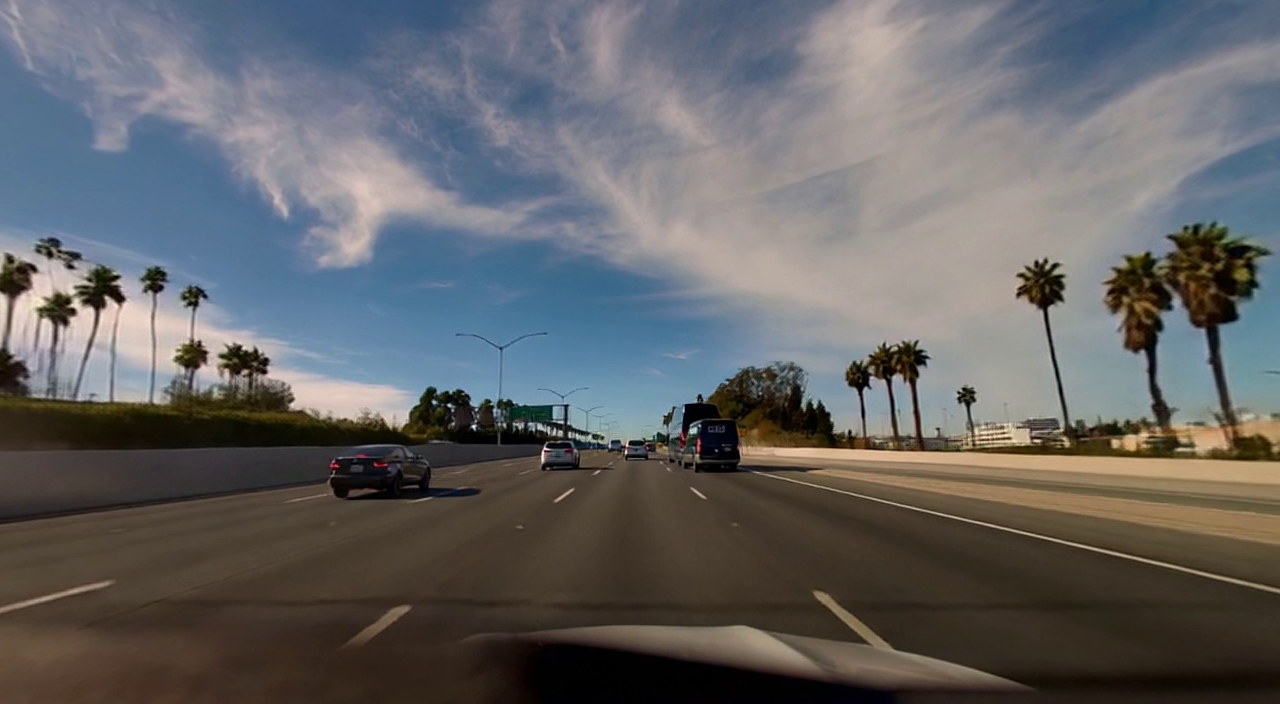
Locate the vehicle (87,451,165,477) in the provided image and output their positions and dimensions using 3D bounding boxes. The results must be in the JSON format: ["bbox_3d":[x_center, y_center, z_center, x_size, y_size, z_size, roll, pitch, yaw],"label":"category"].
[{"bbox_3d":[-31.954,6.960,39.264,1.675,1.470,3.669,0,-9,1],"label":"vehicle"}]

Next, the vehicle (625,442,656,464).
[{"bbox_3d":[0.035,7.263,45.517,2.085,1.507,4.096,0,-9,0],"label":"vehicle"}]

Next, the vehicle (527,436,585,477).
[{"bbox_3d":[-3.666,4.656,28.170,2.017,1.683,4.094,0,-9,0],"label":"vehicle"}]

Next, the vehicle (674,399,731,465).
[{"bbox_3d":[4.041,5.505,42.553,3.086,3.984,8.371,0,-9,1],"label":"vehicle"}]

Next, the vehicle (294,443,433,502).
[{"bbox_3d":[-7.800,3.410,18.335,2.050,1.487,4.372,0,-9,0],"label":"vehicle"}]
